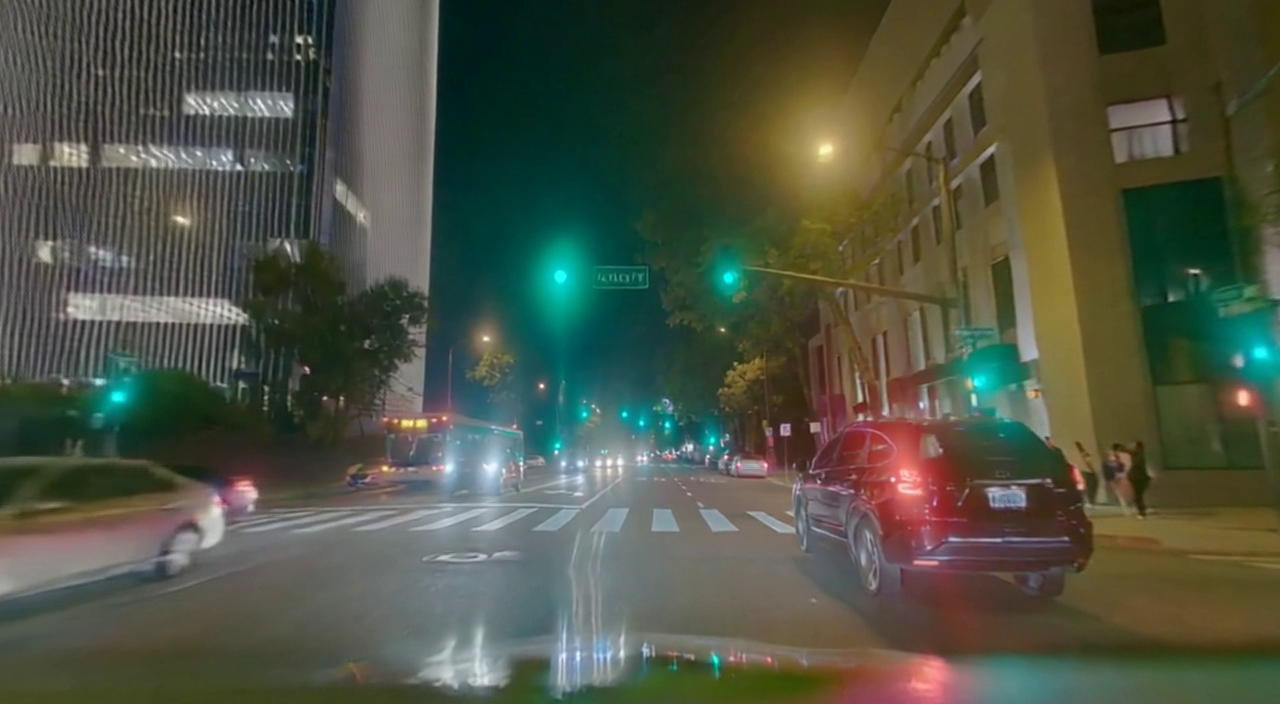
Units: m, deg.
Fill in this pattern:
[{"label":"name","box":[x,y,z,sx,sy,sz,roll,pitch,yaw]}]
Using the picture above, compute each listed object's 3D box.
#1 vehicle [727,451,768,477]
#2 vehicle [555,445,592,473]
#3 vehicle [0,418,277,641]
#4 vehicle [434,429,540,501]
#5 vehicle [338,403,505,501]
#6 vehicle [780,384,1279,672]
[{"label":"vehicle","box":[7.071,7.439,42.000,1.962,1.617,4.325,0,-9,0]},{"label":"vehicle","box":[-4.677,7.613,45.014,2.030,1.881,4.994,0,-9,1]},{"label":"vehicle","box":[-5.660,1.489,5.883,1.997,1.610,4.144,0,-9,1]},{"label":"vehicle","box":[-5.152,3.904,22.161,2.304,2.208,5.200,0,-9,1]},{"label":"vehicle","box":[-8.734,4.260,27.198,3.318,3.359,10.406,0,-9,1]},{"label":"vehicle","box":[3.239,1.548,6.865,2.118,1.848,5.426,0,-9,-1]}]
